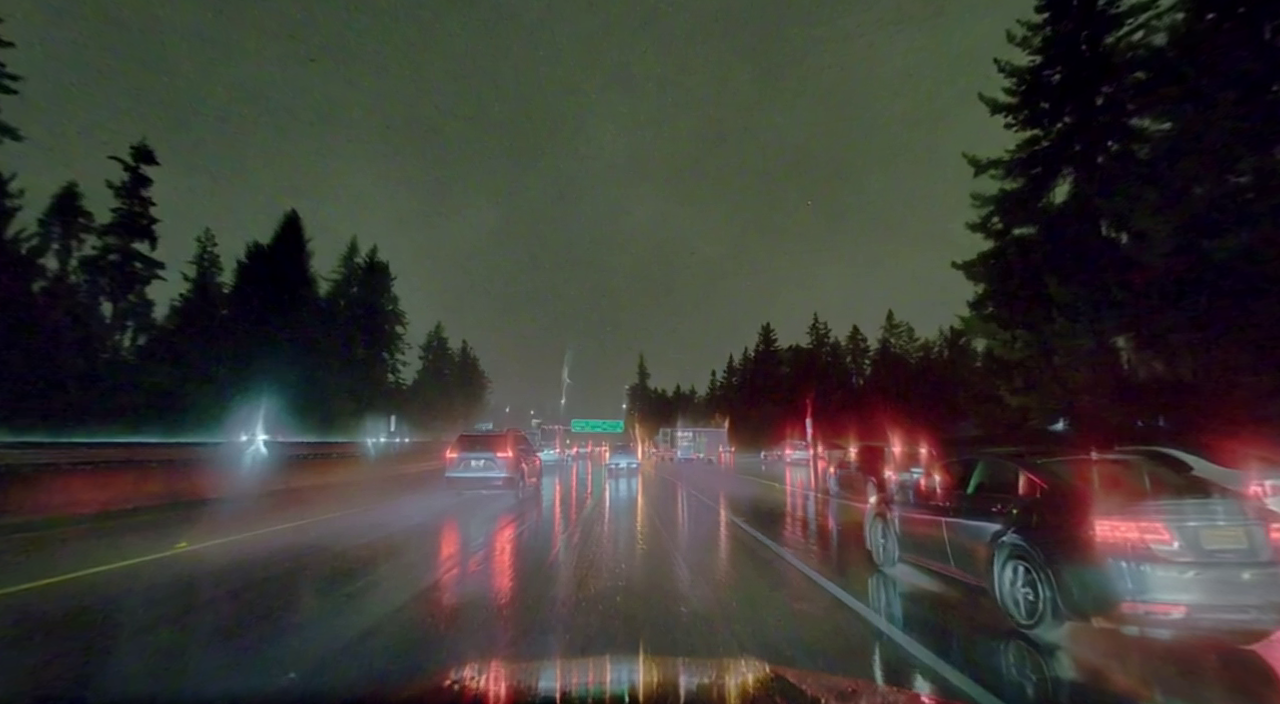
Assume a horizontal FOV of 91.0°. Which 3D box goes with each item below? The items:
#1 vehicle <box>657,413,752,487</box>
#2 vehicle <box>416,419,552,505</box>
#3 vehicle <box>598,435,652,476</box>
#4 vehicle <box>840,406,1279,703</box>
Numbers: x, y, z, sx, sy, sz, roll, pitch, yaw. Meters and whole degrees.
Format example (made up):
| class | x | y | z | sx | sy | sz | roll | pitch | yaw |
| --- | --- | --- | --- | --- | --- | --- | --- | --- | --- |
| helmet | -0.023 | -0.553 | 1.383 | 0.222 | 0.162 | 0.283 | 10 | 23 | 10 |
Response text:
| class | x | y | z | sx | sy | sz | roll | pitch | yaw |
| --- | --- | --- | --- | --- | --- | --- | --- | --- | --- |
| vehicle | 3.082 | 5.306 | 34.632 | 3.426 | 3.279 | 12.313 | 1 | -8 | -2 |
| vehicle | -3.643 | 2.701 | 15.823 | 2.176 | 1.783 | 4.799 | 0 | -9 | 0 |
| vehicle | -0.656 | 4.612 | 28.306 | 2.235 | 1.682 | 4.094 | 0 | -9 | -1 |
| vehicle | 3.223 | 1.299 | 4.685 | 2.031 | 1.504 | 4.327 | 0 | -9 | 0 |
